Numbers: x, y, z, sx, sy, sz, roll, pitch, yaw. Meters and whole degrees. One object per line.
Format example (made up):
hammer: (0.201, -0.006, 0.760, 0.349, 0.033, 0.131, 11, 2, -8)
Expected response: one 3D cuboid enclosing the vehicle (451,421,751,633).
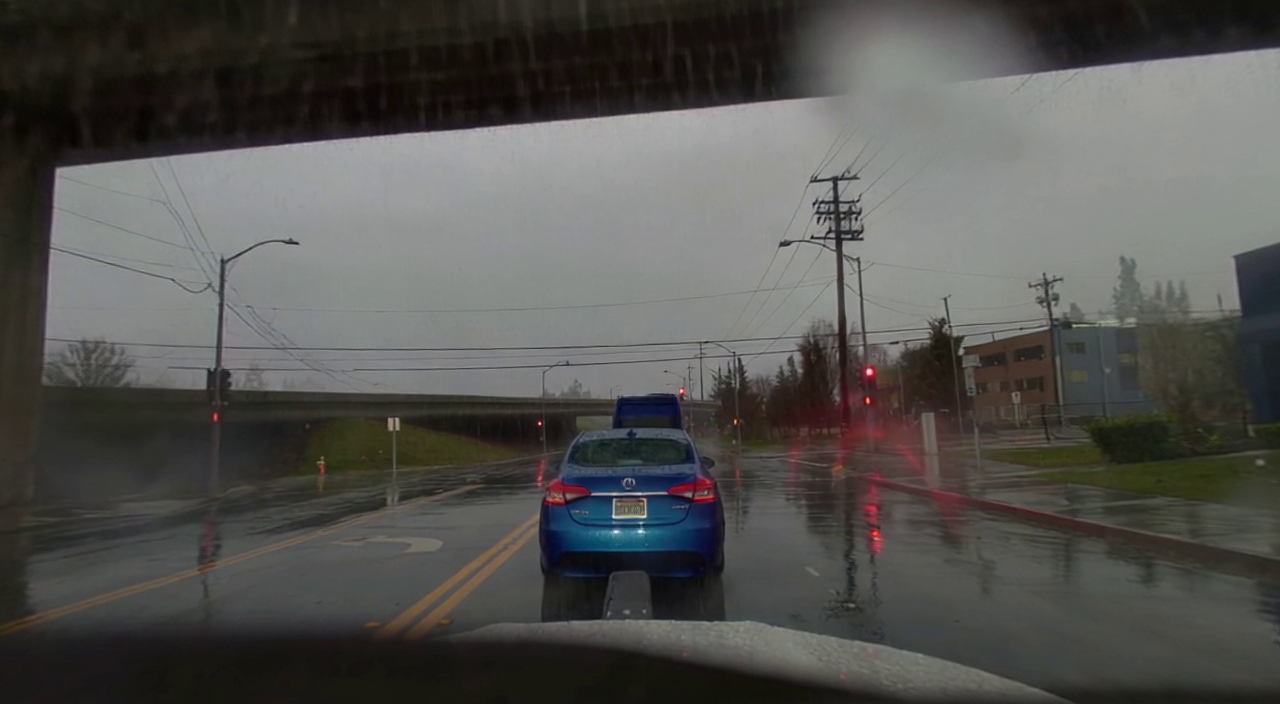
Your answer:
vehicle: (-0.240, 1.527, 6.477, 2.090, 1.458, 4.033, -1, -9, 1)
